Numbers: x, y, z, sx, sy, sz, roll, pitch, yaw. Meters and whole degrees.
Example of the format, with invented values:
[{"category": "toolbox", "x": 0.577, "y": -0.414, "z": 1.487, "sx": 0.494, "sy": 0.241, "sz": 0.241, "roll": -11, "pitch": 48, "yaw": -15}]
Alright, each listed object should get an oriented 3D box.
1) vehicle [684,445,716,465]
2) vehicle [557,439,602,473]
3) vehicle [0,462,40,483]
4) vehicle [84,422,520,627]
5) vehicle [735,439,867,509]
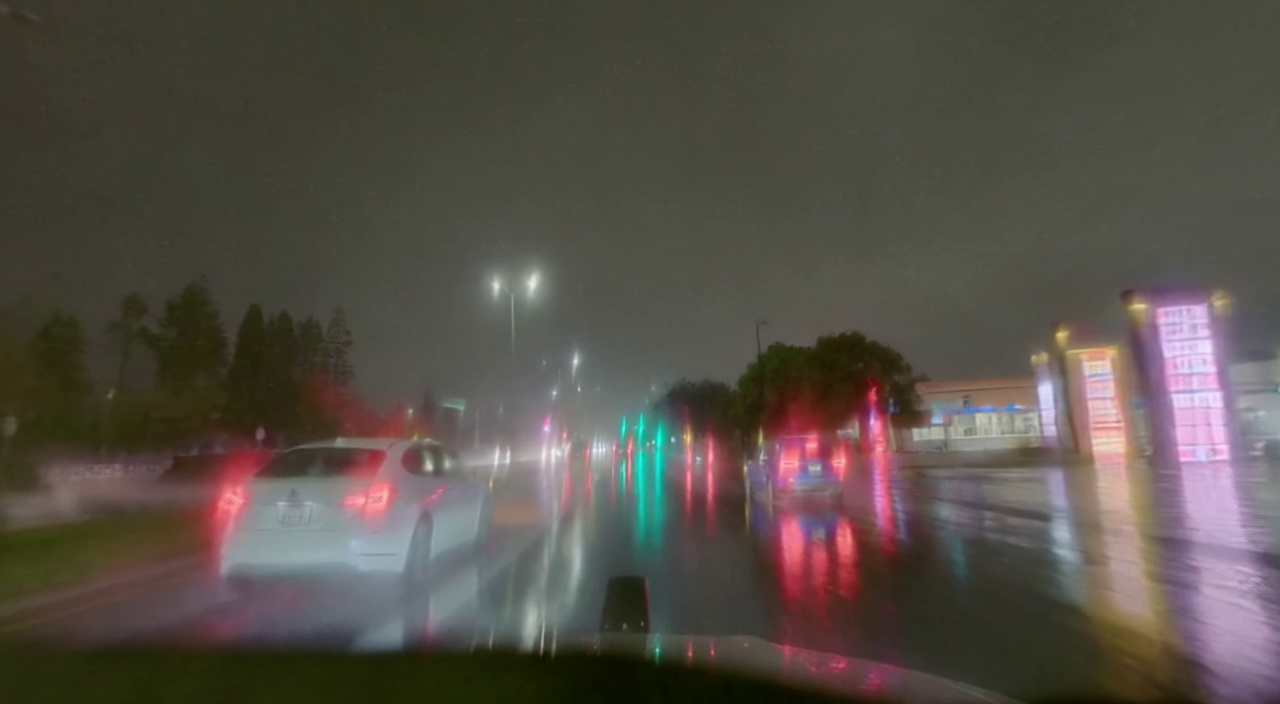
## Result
[{"category": "vehicle", "x": 4.562, "y": 7.949, "z": 48.621, "sx": 1.996, "sy": 1.443, "sz": 4.270, "roll": 0, "pitch": -9, "yaw": -1}, {"category": "vehicle", "x": -3.257, "y": 5.741, "z": 34.992, "sx": 1.981, "sy": 1.731, "sz": 4.360, "roll": 0, "pitch": -9, "yaw": 1}, {"category": "vehicle", "x": -49.188, "y": 9.369, "z": 48.876, "sx": 3.674, "sy": 1.448, "sz": 1.627, "roll": -2, "pitch": -8, "yaw": 3}, {"category": "vehicle", "x": -2.931, "y": 1.620, "z": 7.083, "sx": 2.082, "sy": 1.460, "sz": 4.922, "roll": 0, "pitch": -9, "yaw": 1}, {"category": "vehicle", "x": 3.815, "y": 2.968, "z": 15.880, "sx": 2.036, "sy": 1.480, "sz": 4.659, "roll": 0, "pitch": -9, "yaw": -1}]
